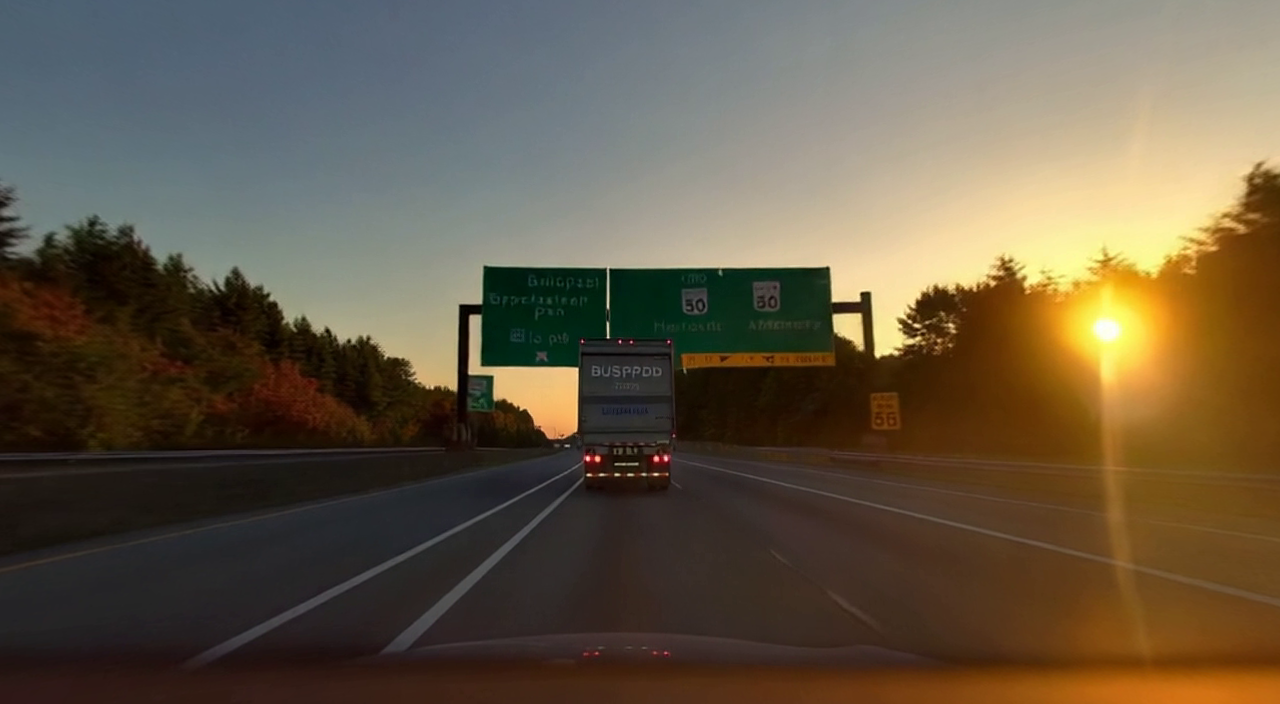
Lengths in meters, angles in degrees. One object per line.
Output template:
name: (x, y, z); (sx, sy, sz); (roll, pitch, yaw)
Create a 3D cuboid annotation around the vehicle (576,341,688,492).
vehicle: (-0.399, 2.258, 20.639); (2.870, 3.911, 8.697); (0, -8, -3)
